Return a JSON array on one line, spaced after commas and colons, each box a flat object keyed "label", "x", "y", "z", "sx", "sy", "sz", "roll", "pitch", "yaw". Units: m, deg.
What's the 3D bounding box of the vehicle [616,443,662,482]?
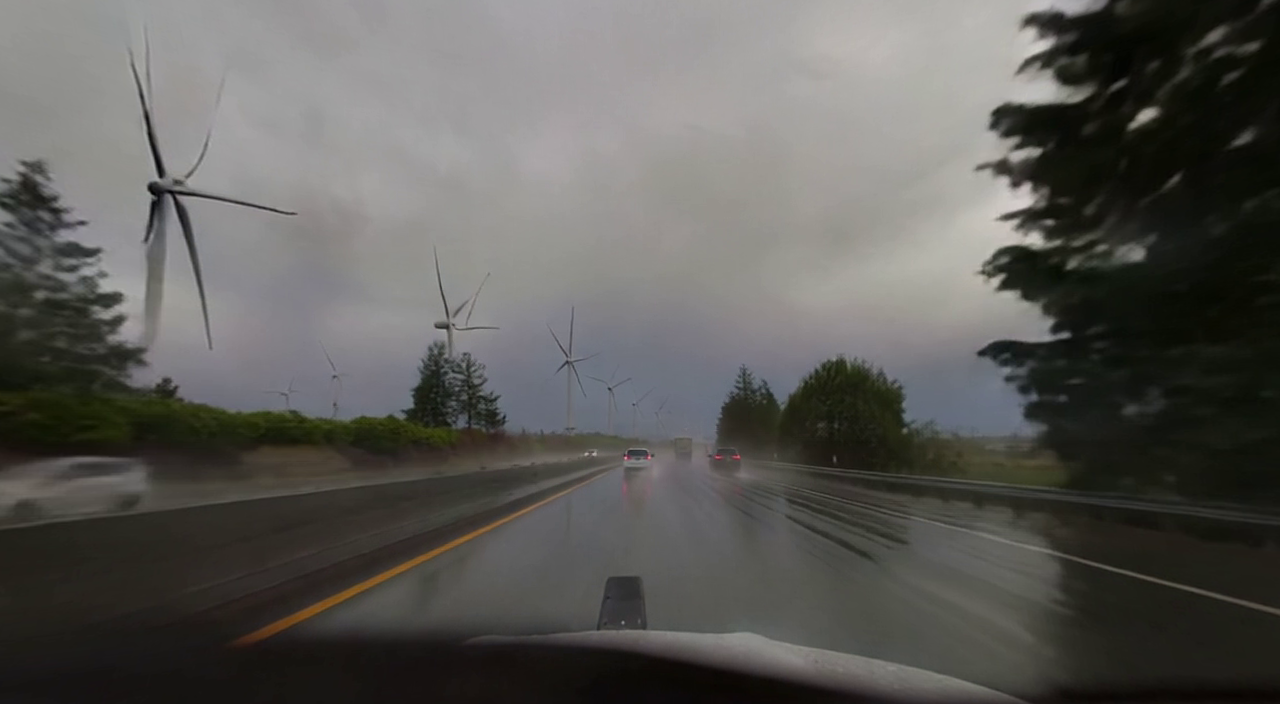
[{"label": "vehicle", "x": -0.024, "y": 5.195, "z": 29.819, "sx": 2.038, "sy": 1.723, "sz": 4.150, "roll": 0, "pitch": -9, "yaw": 0}]

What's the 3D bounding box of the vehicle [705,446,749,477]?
[{"label": "vehicle", "x": 5.065, "y": 6.446, "z": 37.290, "sx": 2.040, "sy": 1.721, "sz": 4.507, "roll": 0, "pitch": -9, "yaw": 1}]
